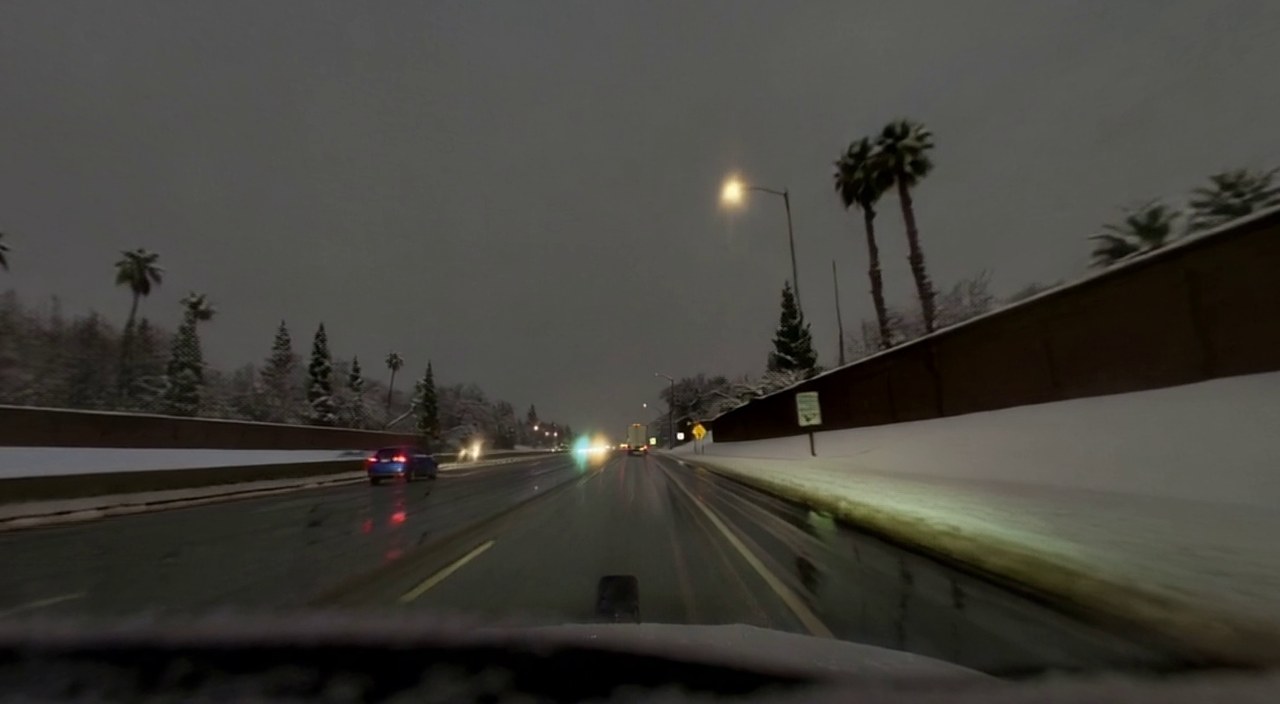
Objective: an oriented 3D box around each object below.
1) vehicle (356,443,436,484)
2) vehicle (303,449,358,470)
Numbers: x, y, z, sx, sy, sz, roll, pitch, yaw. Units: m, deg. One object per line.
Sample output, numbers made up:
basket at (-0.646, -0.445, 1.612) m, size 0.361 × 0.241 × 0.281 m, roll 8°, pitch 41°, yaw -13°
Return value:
vehicle at (-10.841, 4.955, 28.416) m, size 1.897 × 1.653 × 4.113 m, roll 0°, pitch -9°, yaw 0°
vehicle at (-23.087, 8.013, 47.339) m, size 1.849 × 1.464 × 4.466 m, roll 0°, pitch -9°, yaw 0°
